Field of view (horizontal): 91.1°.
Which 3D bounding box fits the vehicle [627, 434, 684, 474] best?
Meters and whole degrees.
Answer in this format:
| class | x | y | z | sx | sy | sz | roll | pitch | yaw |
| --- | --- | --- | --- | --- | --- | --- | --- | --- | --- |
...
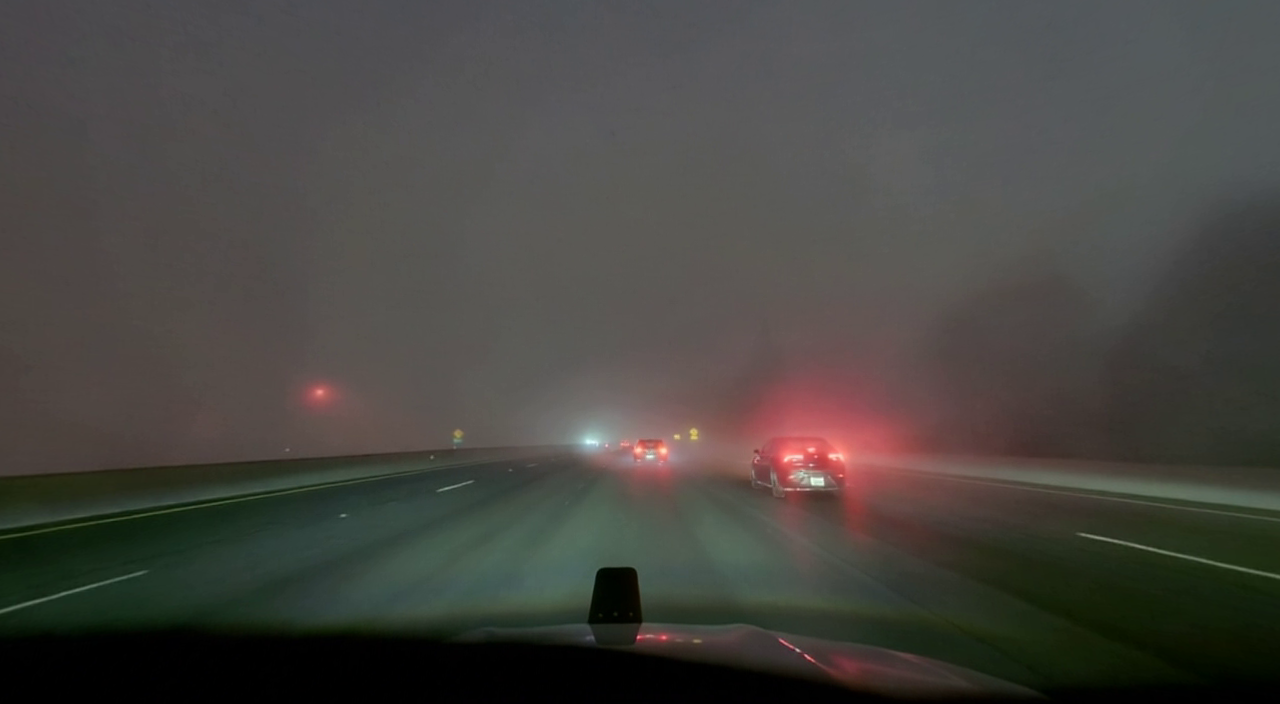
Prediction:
| class | x | y | z | sx | sy | sz | roll | pitch | yaw |
| --- | --- | --- | --- | --- | --- | --- | --- | --- | --- |
| vehicle | 0.532 | 3.987 | 24.886 | 2.046 | 1.467 | 3.844 | 0 | -8 | -1 |
